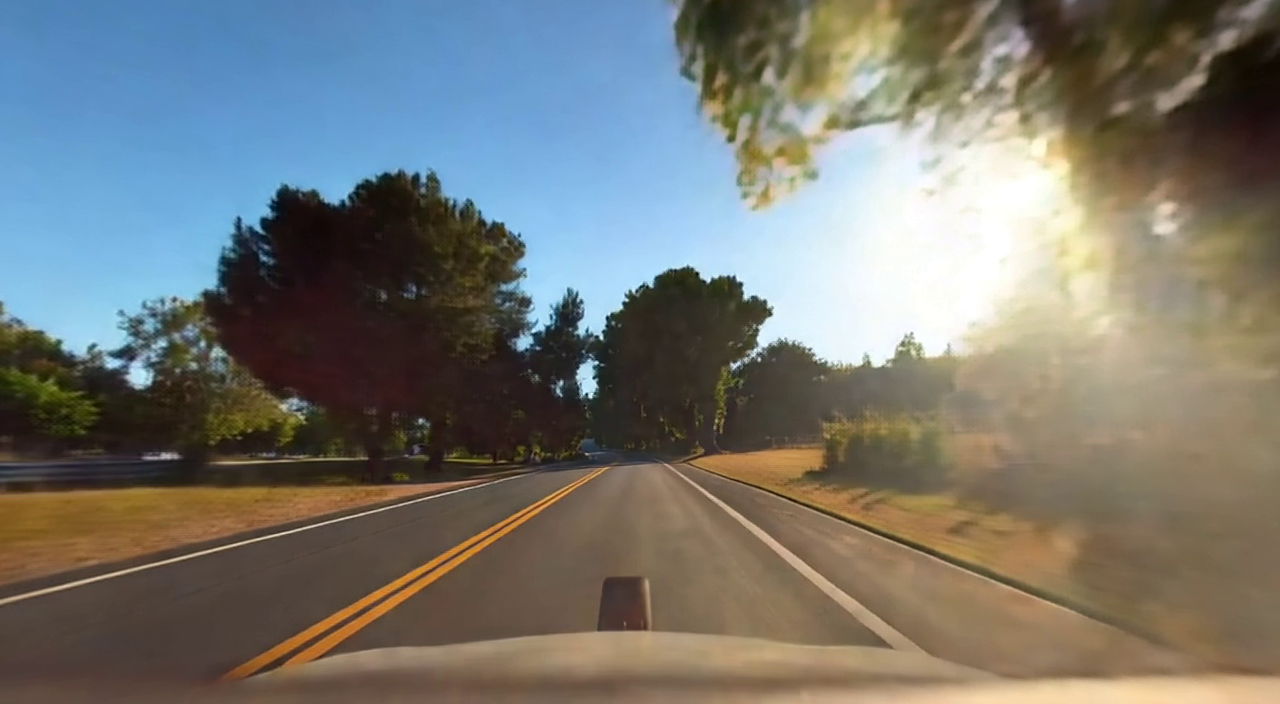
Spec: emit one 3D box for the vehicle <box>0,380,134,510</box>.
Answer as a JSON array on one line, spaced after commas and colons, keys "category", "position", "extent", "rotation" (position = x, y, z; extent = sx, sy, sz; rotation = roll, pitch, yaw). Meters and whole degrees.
[{"category": "vehicle", "position": [-23.228, 2.887, 19.065], "extent": [3.031, 4.352, 15.623], "rotation": [-4, -9, 0]}]
